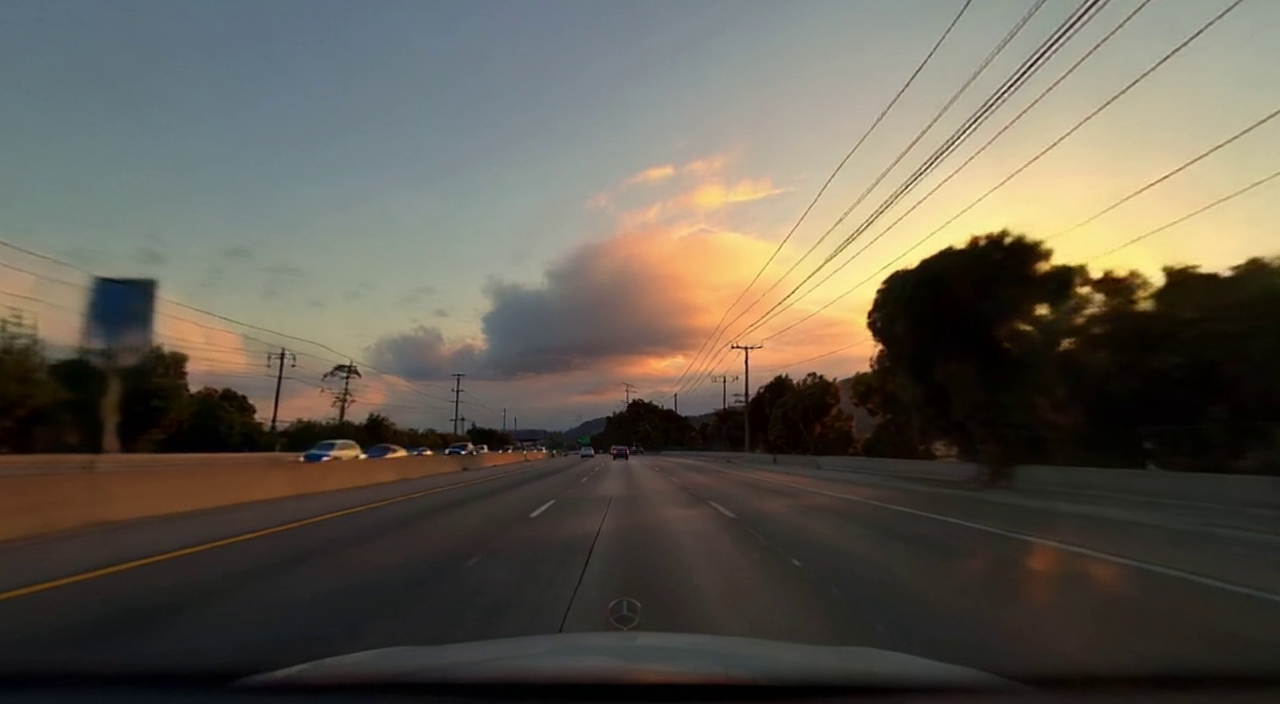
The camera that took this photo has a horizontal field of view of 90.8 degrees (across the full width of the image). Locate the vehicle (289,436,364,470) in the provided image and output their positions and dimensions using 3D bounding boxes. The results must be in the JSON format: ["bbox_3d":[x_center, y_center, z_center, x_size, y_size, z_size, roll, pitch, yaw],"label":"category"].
[{"bbox_3d":[-18.655,6.029,37.876,2.078,1.862,4.871,0,-8,-1],"label":"vehicle"}]

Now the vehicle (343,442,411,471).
[{"bbox_3d":[-14.701,5.851,35.608,1.967,1.478,4.600,0,-8,-1],"label":"vehicle"}]
